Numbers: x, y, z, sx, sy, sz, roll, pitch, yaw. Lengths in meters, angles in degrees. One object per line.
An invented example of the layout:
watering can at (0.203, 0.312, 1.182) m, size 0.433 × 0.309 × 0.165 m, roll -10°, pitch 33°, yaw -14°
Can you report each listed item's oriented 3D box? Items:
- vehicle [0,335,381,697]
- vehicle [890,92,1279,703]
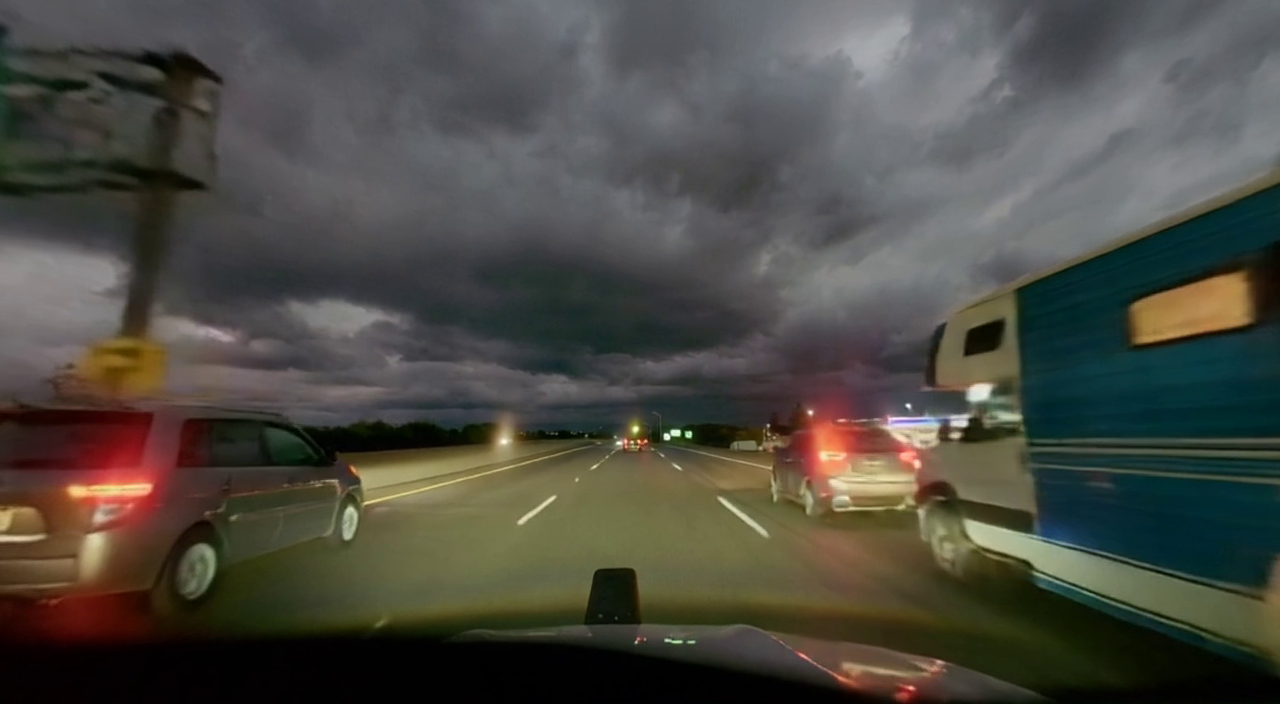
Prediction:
vehicle at (-4.113, 1.074, 5.229) m, size 2.061 × 1.732 × 4.457 m, roll 0°, pitch -8°, yaw -1°
vehicle at (3.851, 0.401, 3.332) m, size 2.590 × 2.680 × 5.445 m, roll 0°, pitch -8°, yaw -2°
